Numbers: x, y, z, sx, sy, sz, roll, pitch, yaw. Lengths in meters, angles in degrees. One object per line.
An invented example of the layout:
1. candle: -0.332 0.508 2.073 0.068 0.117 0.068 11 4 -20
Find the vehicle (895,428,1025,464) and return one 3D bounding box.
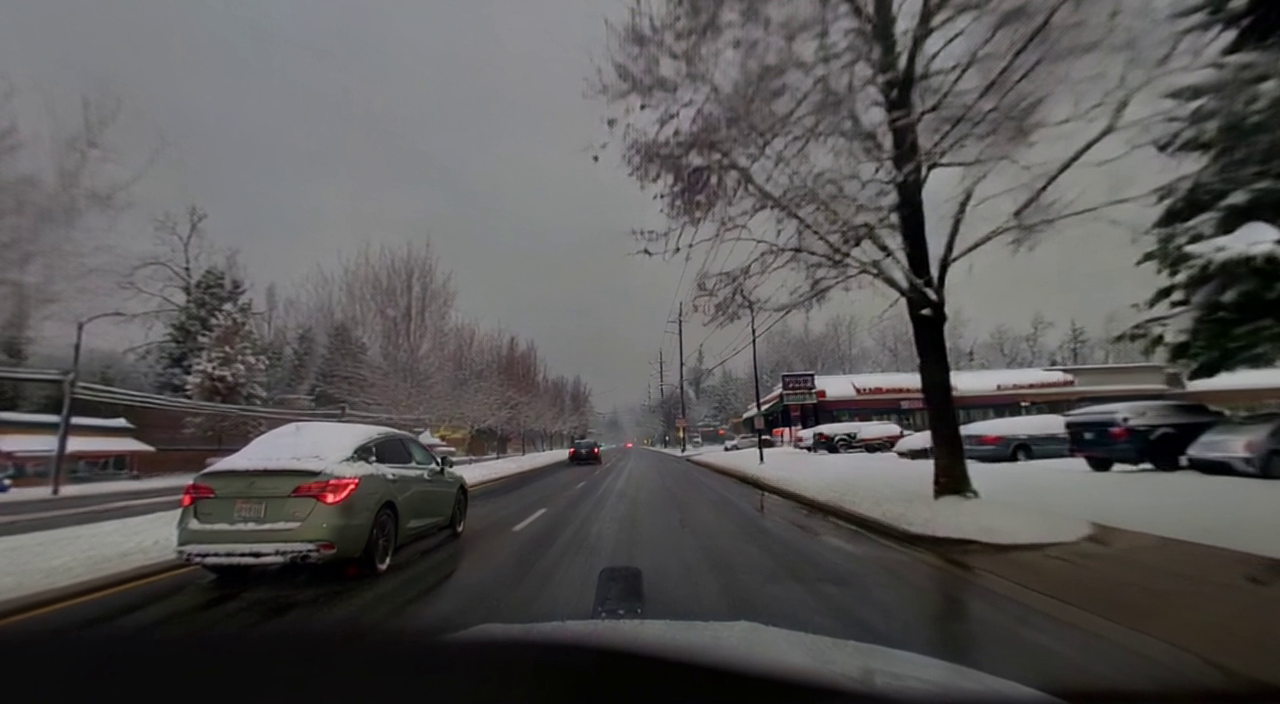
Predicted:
1. vehicle: 13.485 3.991 26.773 4.470 1.427 1.872 0 -9 -3

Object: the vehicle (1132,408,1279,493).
1. vehicle: 13.292 1.948 13.035 4.697 1.518 1.990 -2 -9 -5

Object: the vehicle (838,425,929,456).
1. vehicle: 13.364 4.904 34.881 4.165 1.650 1.946 0 -9 -2

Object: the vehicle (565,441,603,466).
1. vehicle: -3.412 6.292 39.229 1.955 1.461 4.396 0 -9 -1

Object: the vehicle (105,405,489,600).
1. vehicle: -3.505 1.640 7.780 2.126 1.655 4.560 0 -9 0

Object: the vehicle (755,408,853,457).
1. vehicle: 12.340 6.130 47.971 6.427 3.417 2.845 -1 -8 -2
